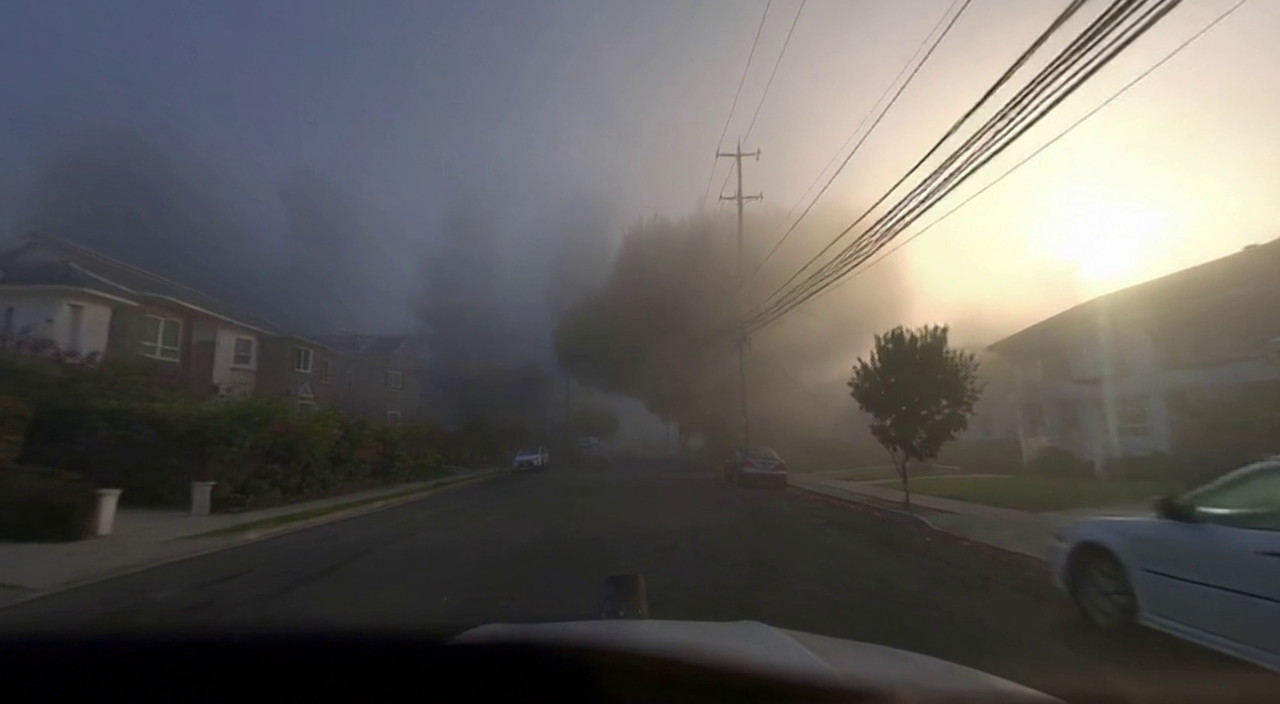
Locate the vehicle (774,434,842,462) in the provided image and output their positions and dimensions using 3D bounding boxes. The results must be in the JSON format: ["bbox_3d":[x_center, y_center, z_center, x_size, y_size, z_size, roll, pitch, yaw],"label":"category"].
[{"bbox_3d":[11.427,6.581,43.160,4.293,1.657,1.961,-3,-13,14],"label":"vehicle"}]

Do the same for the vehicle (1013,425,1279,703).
[{"bbox_3d":[4.208,1.058,2.811,1.936,1.464,5.141,0,-9,0],"label":"vehicle"}]

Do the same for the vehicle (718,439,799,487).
[{"bbox_3d":[4.180,3.990,22.975,2.020,1.558,3.925,1,-9,-3],"label":"vehicle"}]

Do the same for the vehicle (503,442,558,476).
[{"bbox_3d":[-5.791,5.696,34.090,1.954,1.551,5.128,-3,-7,1],"label":"vehicle"}]
